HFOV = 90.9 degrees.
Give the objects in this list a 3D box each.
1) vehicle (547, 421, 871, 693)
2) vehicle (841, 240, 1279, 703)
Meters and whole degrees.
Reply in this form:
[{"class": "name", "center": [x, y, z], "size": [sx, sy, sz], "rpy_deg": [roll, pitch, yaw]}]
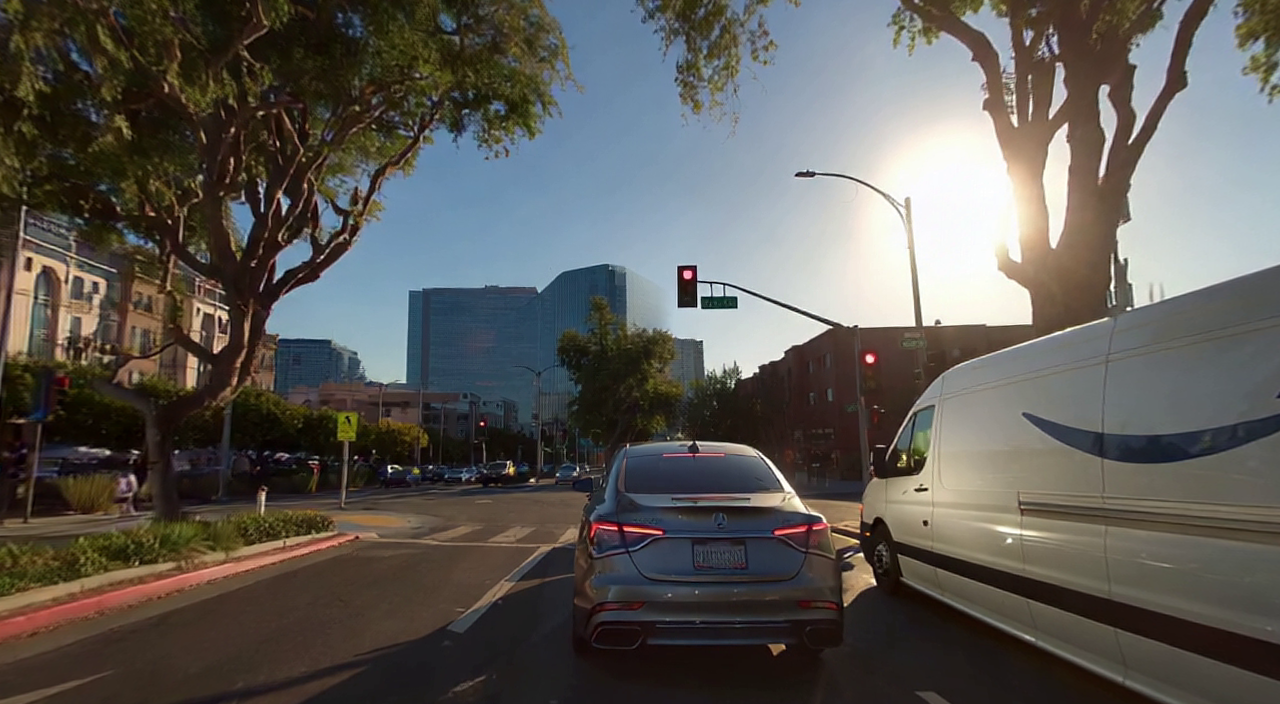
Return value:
[{"class": "vehicle", "center": [0.379, 1.587, 5.726], "size": [1.961, 1.629, 3.610], "rpy_deg": [1, -10, -2]}, {"class": "vehicle", "center": [2.851, 0.890, 2.910], "size": [2.054, 1.965, 5.248], "rpy_deg": [1, -11, -1]}]
